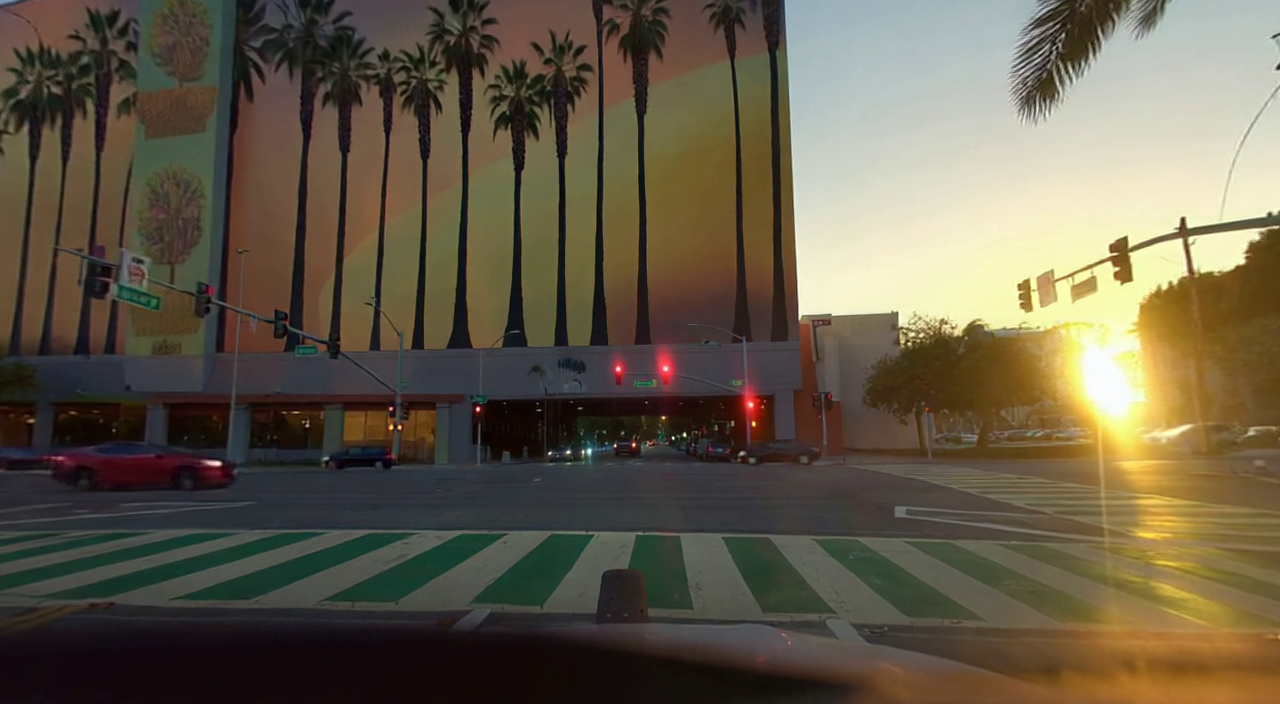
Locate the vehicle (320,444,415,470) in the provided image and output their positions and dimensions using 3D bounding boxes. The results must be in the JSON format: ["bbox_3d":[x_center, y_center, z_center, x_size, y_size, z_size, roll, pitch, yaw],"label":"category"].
[{"bbox_3d":[-16.063,6.216,37.362,4.784,1.465,1.798,0,-8,0],"label":"vehicle"}]

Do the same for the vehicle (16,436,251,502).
[{"bbox_3d":[-13.822,3.192,17.398,4.875,1.669,1.953,-1,-8,3],"label":"vehicle"}]

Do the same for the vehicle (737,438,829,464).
[{"bbox_3d":[8.285,5.753,36.763,4.893,1.458,1.791,0,-8,0],"label":"vehicle"}]

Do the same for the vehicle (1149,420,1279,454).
[{"bbox_3d":[33.447,4.983,36.787,5.477,1.880,2.125,0,-8,1],"label":"vehicle"}]
